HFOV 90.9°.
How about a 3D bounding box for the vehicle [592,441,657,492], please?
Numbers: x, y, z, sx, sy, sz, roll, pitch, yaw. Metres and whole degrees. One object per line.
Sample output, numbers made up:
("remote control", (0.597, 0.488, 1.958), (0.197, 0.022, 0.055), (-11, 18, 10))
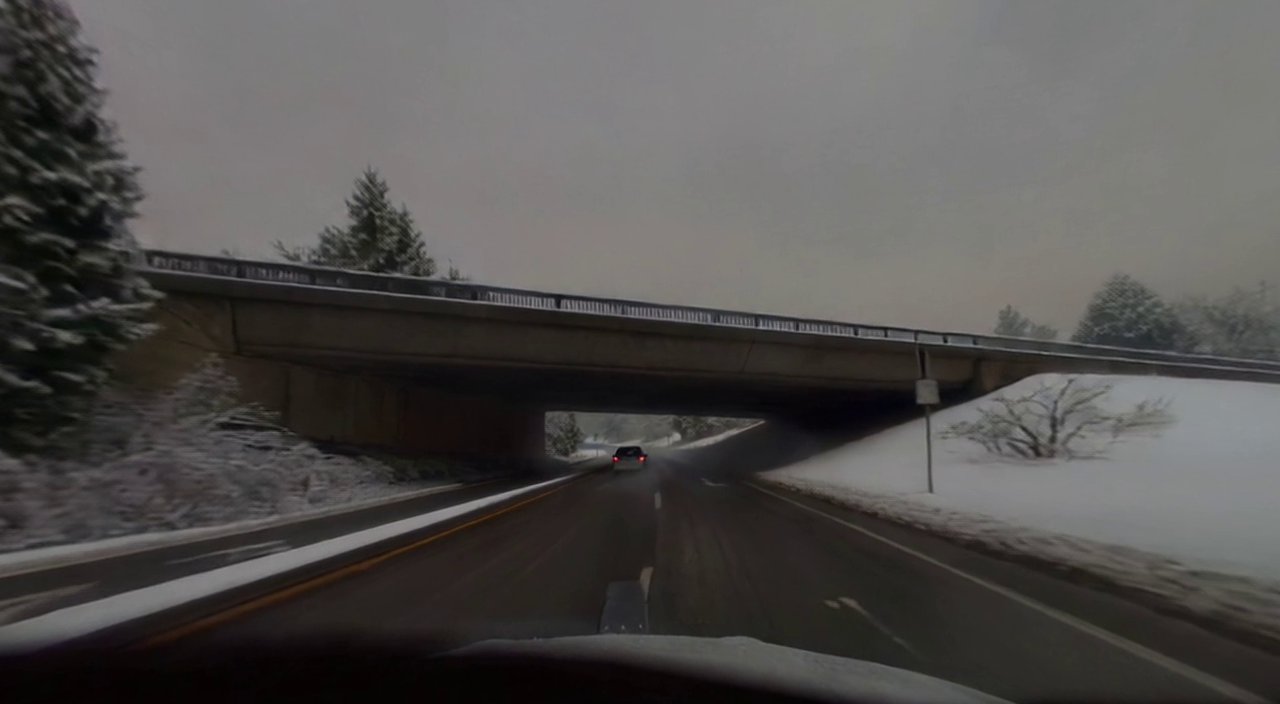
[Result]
("vehicle", (-0.480, 3.909, 21.731), (2.037, 1.601, 3.643), (0, -9, 0))

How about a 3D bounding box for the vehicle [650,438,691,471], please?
("vehicle", (1.930, 6.662, 41.008), (2.273, 2.010, 4.396), (0, -9, -2))
